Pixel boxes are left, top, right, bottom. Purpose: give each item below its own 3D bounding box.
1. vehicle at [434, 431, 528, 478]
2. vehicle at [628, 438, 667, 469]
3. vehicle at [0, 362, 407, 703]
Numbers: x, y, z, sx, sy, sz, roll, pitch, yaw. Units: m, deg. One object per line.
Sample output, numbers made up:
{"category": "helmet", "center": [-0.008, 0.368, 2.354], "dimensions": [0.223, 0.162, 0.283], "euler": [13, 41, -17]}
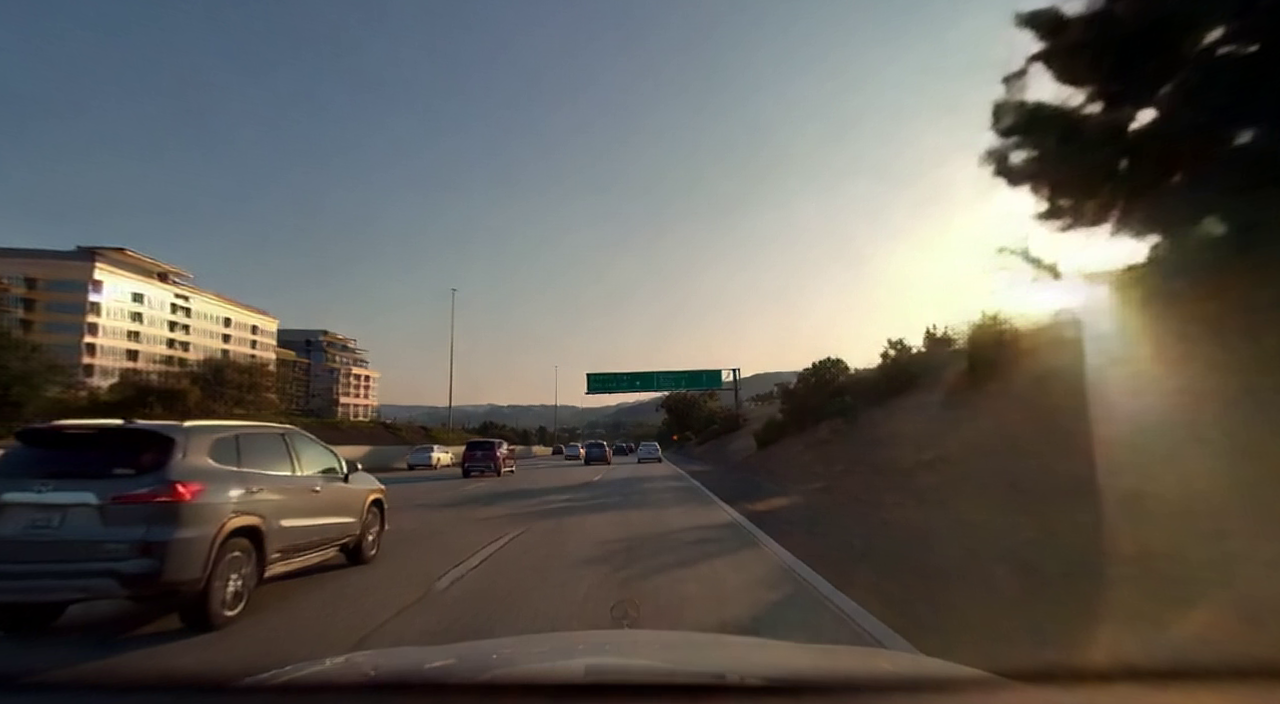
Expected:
{"category": "vehicle", "center": [-7.032, 4.622, 28.793], "dimensions": [2.521, 1.901, 5.988], "euler": [-1, -8, 2]}
{"category": "vehicle", "center": [0.421, 5.949, 37.251], "dimensions": [2.135, 1.697, 4.757], "euler": [0, -8, 0]}
{"category": "vehicle", "center": [-4.078, 1.261, 5.531], "dimensions": [2.136, 1.718, 4.873], "euler": [0, -8, 1]}
